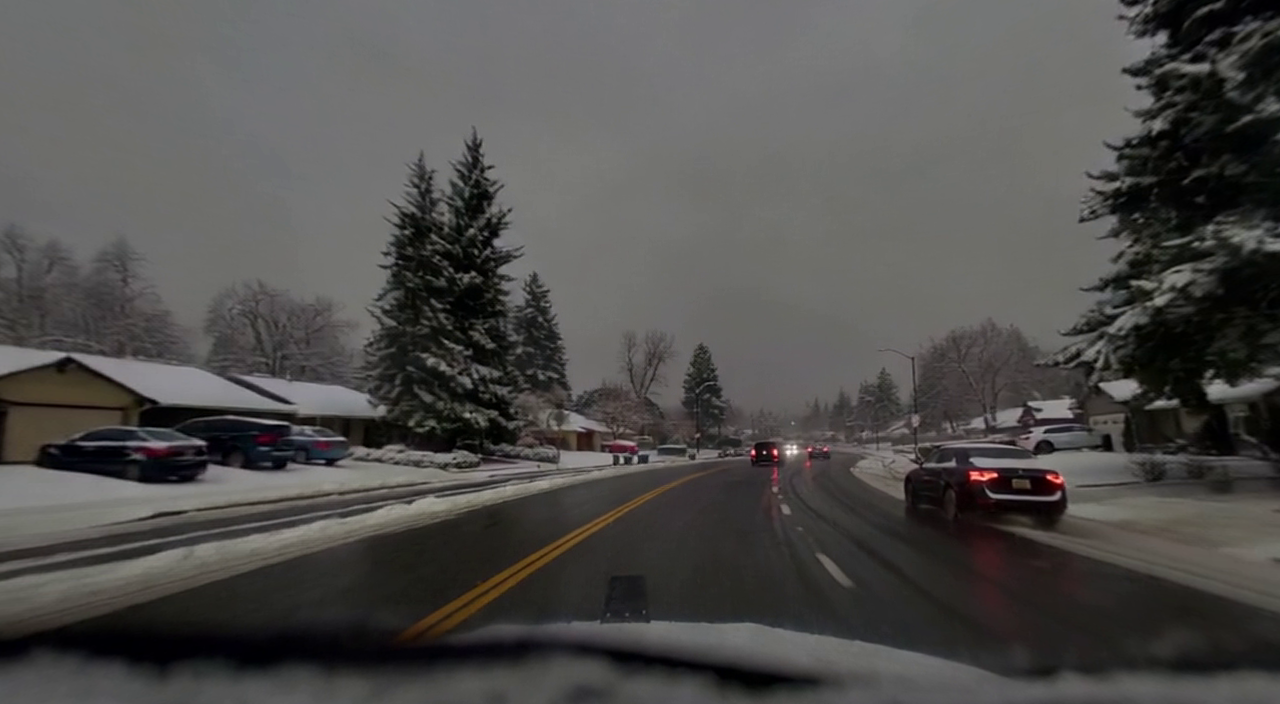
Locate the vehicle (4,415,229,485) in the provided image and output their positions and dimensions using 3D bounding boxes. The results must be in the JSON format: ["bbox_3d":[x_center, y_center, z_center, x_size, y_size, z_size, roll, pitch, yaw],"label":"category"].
[{"bbox_3d":[-14.331,2.686,17.413,4.646,1.502,1.874,3,-9,5],"label":"vehicle"}]

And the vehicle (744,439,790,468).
[{"bbox_3d":[7.862,6.185,38.721,2.106,1.667,4.367,-3,-9,19],"label":"vehicle"}]

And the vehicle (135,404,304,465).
[{"bbox_3d":[-16.394,3.259,24.745,5.057,1.938,2.301,3,-8,8],"label":"vehicle"}]

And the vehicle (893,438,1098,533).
[{"bbox_3d":[6.628,2.473,12.414,1.934,1.506,4.282,-1,-8,7],"label":"vehicle"}]

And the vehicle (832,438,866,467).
[{"bbox_3d":[14.688,7.050,44.506,2.059,1.924,4.257,-3,-9,16],"label":"vehicle"}]

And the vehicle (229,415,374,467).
[{"bbox_3d":[-14.659,3.827,27.493,4.984,1.812,2.354,3,-6,8],"label":"vehicle"}]
